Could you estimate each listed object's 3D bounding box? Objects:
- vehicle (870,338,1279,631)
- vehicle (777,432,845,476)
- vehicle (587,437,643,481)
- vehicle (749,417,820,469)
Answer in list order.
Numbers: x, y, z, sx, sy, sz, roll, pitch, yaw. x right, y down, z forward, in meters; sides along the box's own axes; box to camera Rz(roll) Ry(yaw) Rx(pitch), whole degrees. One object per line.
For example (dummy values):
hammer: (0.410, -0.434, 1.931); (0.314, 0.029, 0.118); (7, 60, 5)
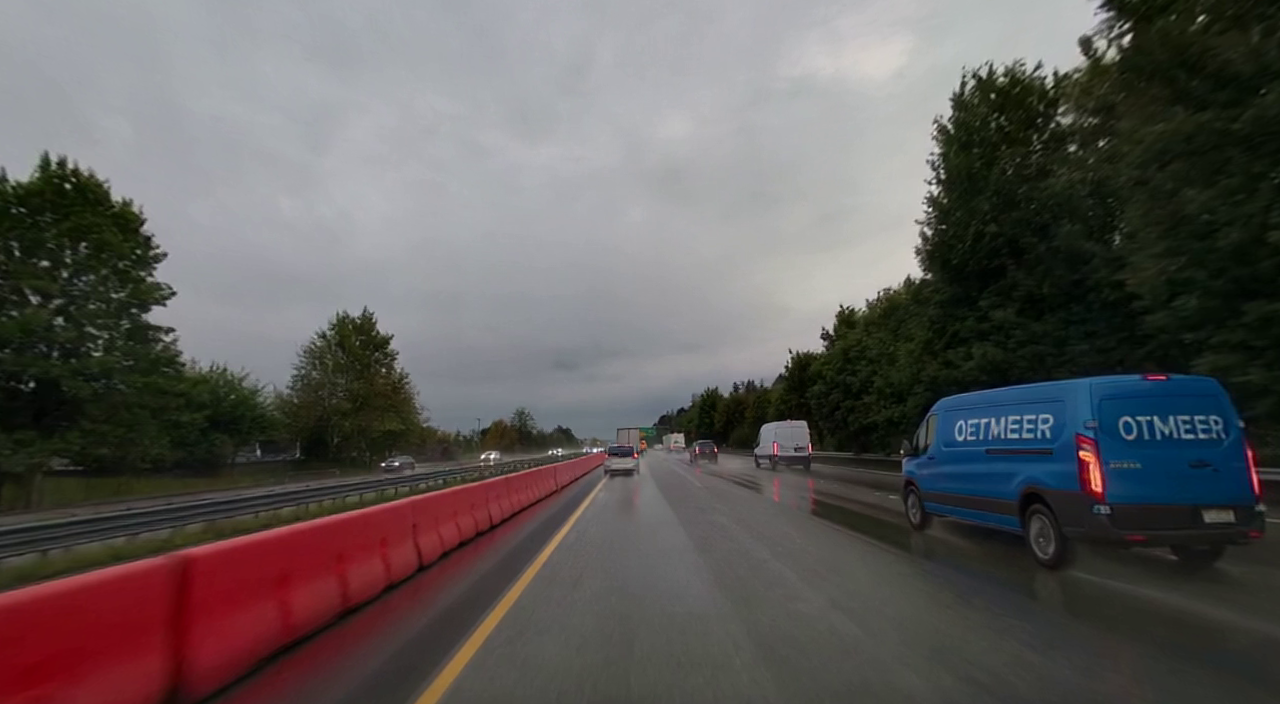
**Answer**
vehicle: (4.747, 1.263, 6.987); (2.223, 2.008, 5.121); (0, -8, -2)
vehicle: (8.135, 4.872, 30.292); (2.255, 1.960, 3.229); (0, -8, -1)
vehicle: (-0.985, 4.280, 25.526); (2.100, 1.636, 3.620); (0, -8, -2)
vehicle: (7.949, 5.104, 35.230); (2.385, 2.635, 5.633); (0, -8, -2)
